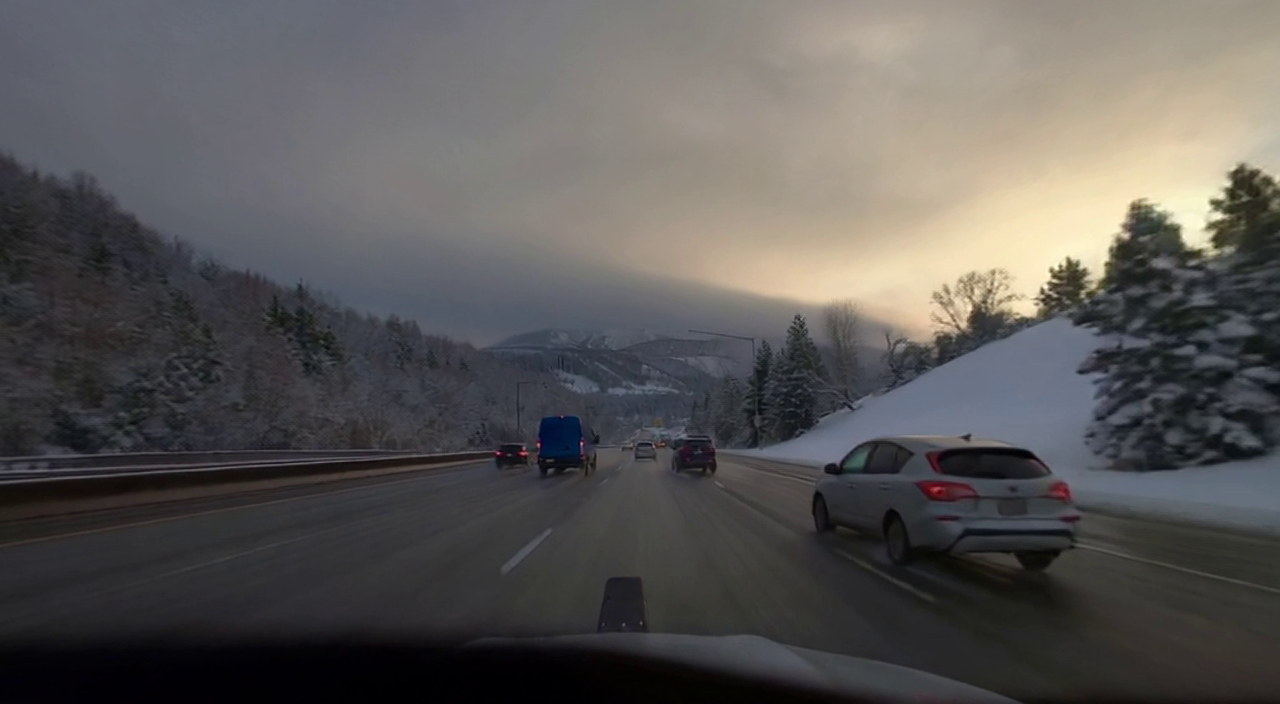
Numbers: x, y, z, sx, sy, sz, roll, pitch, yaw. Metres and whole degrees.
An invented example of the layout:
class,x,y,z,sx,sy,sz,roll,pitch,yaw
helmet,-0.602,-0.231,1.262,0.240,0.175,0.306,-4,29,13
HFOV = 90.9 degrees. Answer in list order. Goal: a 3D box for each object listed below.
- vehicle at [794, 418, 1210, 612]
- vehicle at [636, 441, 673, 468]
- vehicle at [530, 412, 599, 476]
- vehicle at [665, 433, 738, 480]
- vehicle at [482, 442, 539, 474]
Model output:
class,x,y,z,sx,sy,sz,roll,pitch,yaw
vehicle,3.395,1.606,7.199,2.050,1.491,4.362,0,-8,-2
vehicle,0.795,5.966,36.908,2.054,1.504,3.890,0,-8,0
vehicle,-3.342,4.266,29.245,2.396,2.664,5.735,-1,-8,1
vehicle,2.330,4.126,25.114,2.270,1.660,4.101,0,-8,-3
vehicle,-6.631,5.451,32.725,1.964,1.487,4.417,0,-8,1
